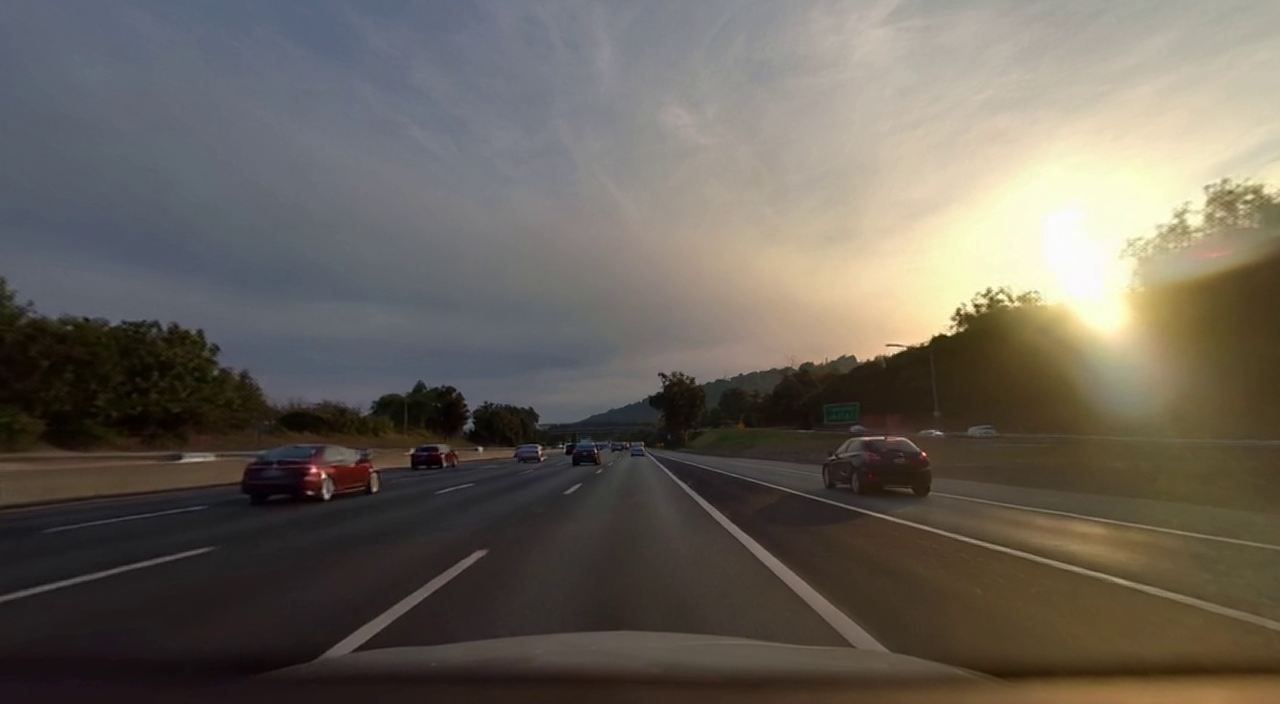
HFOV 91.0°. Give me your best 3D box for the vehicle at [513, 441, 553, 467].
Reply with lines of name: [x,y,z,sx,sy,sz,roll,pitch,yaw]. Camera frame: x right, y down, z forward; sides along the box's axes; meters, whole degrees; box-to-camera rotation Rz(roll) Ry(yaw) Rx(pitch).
vehicle: [-7.815,7.470,46.269,2.087,1.755,4.457,0,-9,1]

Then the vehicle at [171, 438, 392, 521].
vehicle: [-7.478,2.688,13.874,2.071,1.486,4.703,0,-9,0]

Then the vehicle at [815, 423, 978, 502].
vehicle: [6.638,2.945,17.062,2.259,1.816,4.862,0,-9,-1]

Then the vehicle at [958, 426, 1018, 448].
vehicle: [25.925,6.385,47.025,1.884,1.571,4.352,0,-9,-1]

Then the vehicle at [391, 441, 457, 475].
vehicle: [-11.392,5.603,33.494,1.958,1.633,4.302,0,-9,0]

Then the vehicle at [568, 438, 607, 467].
vehicle: [-3.729,7.285,45.649,2.288,1.962,5.119,0,-9,1]
